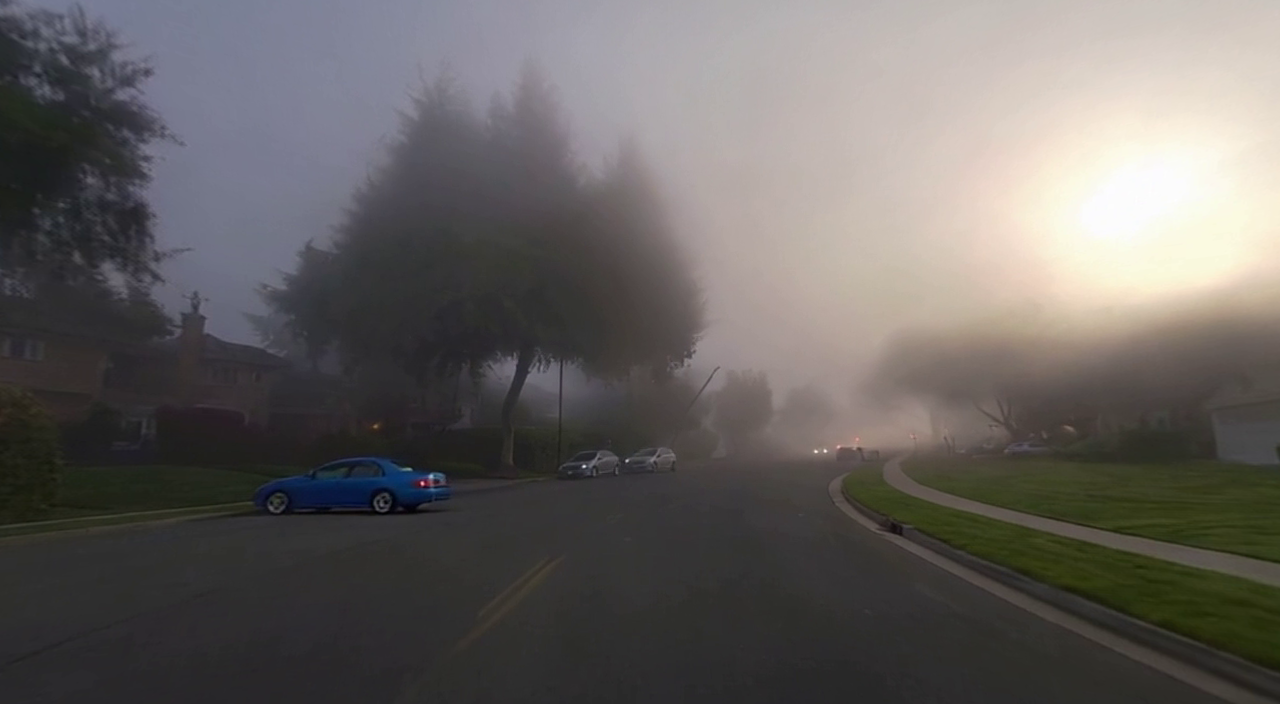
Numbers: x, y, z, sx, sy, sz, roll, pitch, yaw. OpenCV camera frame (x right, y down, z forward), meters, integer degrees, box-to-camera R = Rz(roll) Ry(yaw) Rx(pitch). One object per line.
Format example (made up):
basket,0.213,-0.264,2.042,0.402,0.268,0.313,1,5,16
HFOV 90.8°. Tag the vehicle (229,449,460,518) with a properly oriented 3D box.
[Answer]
vehicle,-6.964,3.095,15.162,4.653,1.480,1.871,-1,-9,7

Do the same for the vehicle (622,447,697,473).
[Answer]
vehicle,1.346,7.233,42.551,4.692,1.660,1.879,-3,-9,18
